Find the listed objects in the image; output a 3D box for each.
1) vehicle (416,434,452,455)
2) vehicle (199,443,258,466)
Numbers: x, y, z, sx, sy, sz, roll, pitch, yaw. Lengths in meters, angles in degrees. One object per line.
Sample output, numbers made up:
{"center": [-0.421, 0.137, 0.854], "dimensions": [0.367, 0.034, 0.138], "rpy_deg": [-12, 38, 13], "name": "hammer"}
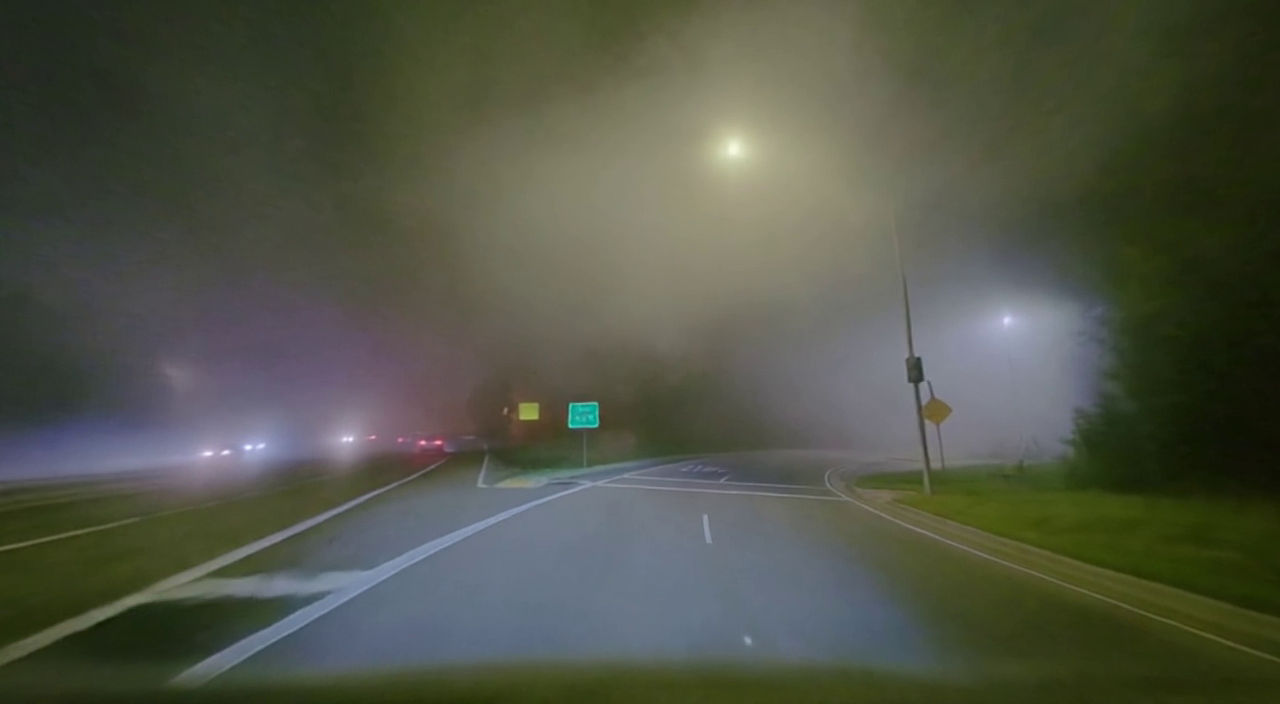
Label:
{"center": [-15.147, 6.866, 46.651], "dimensions": [2.108, 1.472, 4.099], "rpy_deg": [2, -9, -13], "name": "vehicle"}
{"center": [-27.695, 6.890, 42.639], "dimensions": [1.847, 1.440, 4.250], "rpy_deg": [2, -9, -12], "name": "vehicle"}
